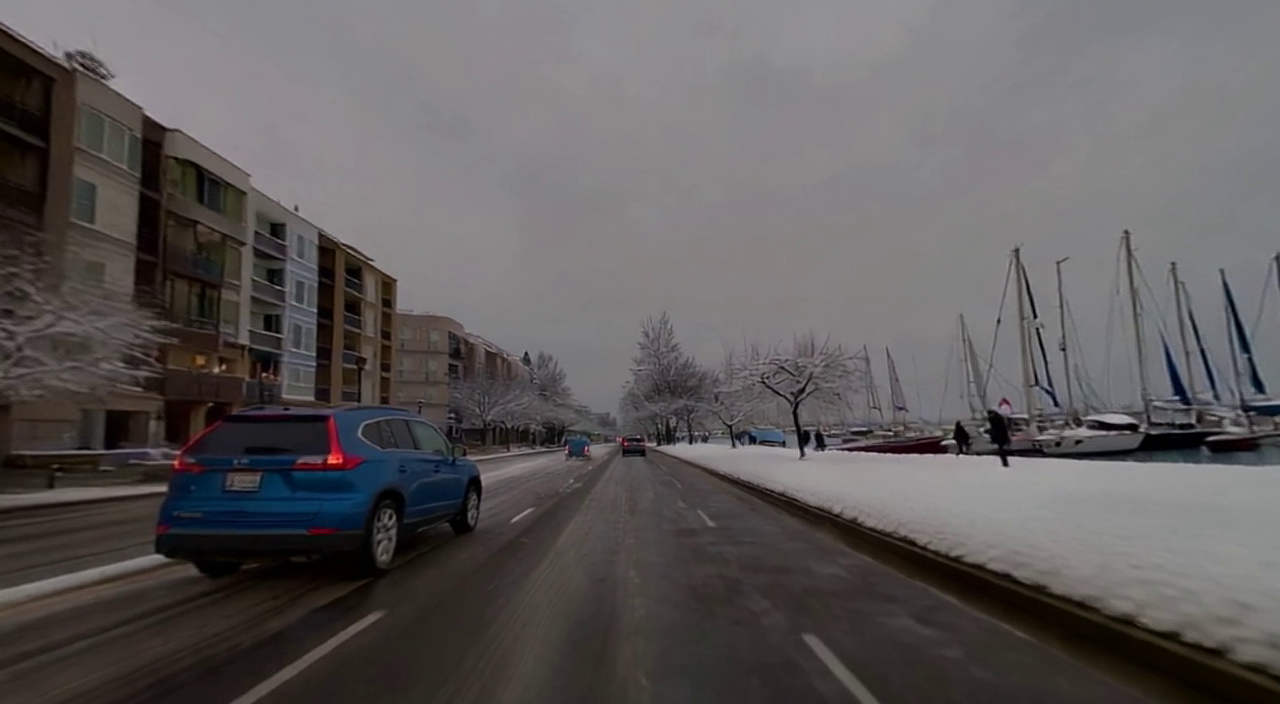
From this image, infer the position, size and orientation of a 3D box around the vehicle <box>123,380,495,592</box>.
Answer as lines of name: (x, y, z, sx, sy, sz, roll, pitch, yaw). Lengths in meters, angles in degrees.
vehicle: (-3.420, 1.508, 7.899, 2.082, 1.817, 4.724, 0, -8, 0)

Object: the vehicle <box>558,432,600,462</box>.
vehicle: (-3.612, 5.741, 37.972, 2.056, 1.680, 4.205, 0, -8, 1)

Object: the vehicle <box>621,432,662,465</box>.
vehicle: (0.062, 5.171, 33.910, 2.057, 1.624, 3.726, 0, -8, 0)
